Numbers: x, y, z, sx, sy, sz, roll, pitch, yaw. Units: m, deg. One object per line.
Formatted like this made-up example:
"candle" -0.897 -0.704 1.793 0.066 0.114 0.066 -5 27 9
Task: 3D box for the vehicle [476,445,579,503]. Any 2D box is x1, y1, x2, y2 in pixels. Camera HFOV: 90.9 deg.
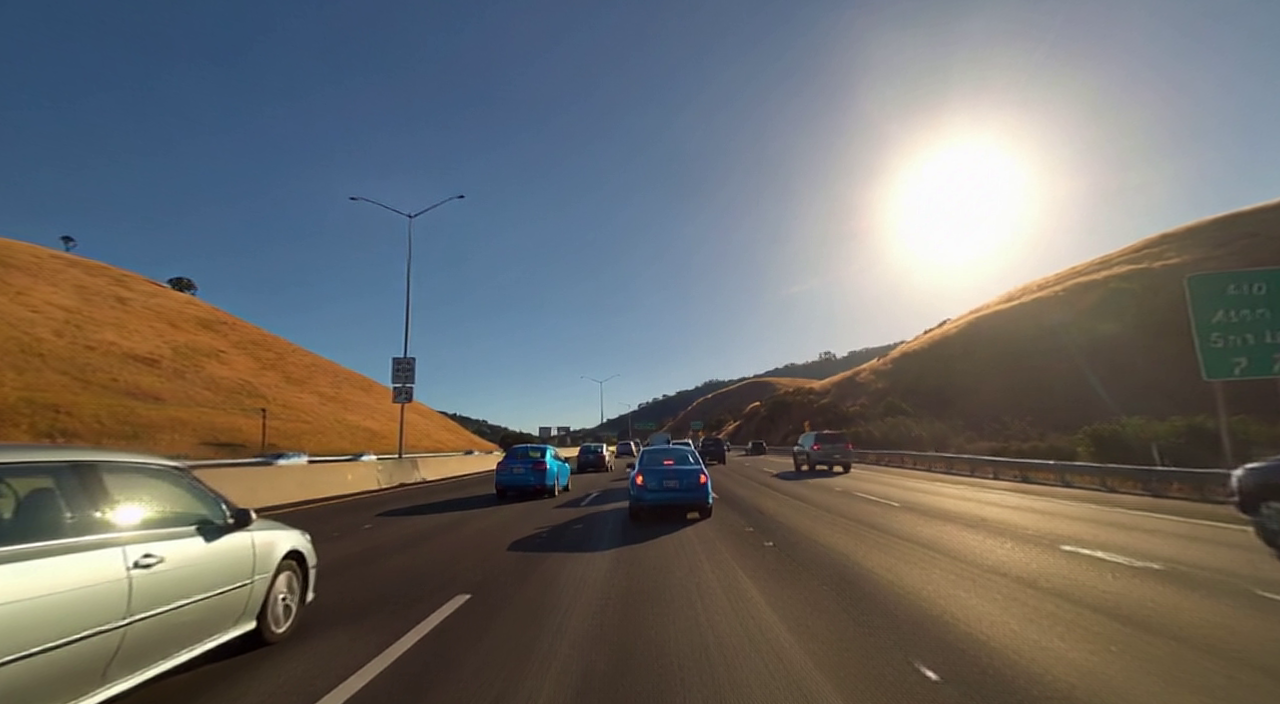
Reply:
"vehicle" -3.063 3.419 18.249 2.017 1.446 4.384 -1 -8 2

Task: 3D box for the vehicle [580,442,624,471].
"vehicle" -2.160 6.081 36.915 2.034 1.572 4.444 -1 -8 3

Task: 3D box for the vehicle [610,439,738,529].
"vehicle" 0.613 2.446 12.278 2.072 1.431 3.904 -1 -8 2

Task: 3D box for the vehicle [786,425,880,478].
"vehicle" 7.386 3.893 24.773 2.210 1.831 4.843 -1 -8 1

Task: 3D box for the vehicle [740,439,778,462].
"vehicle" 8.865 7.371 47.397 2.032 1.580 4.928 -1 -8 2

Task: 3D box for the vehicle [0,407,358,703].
"vehicle" -3.439 1.087 3.113 2.033 1.513 4.333 -1 -8 1
